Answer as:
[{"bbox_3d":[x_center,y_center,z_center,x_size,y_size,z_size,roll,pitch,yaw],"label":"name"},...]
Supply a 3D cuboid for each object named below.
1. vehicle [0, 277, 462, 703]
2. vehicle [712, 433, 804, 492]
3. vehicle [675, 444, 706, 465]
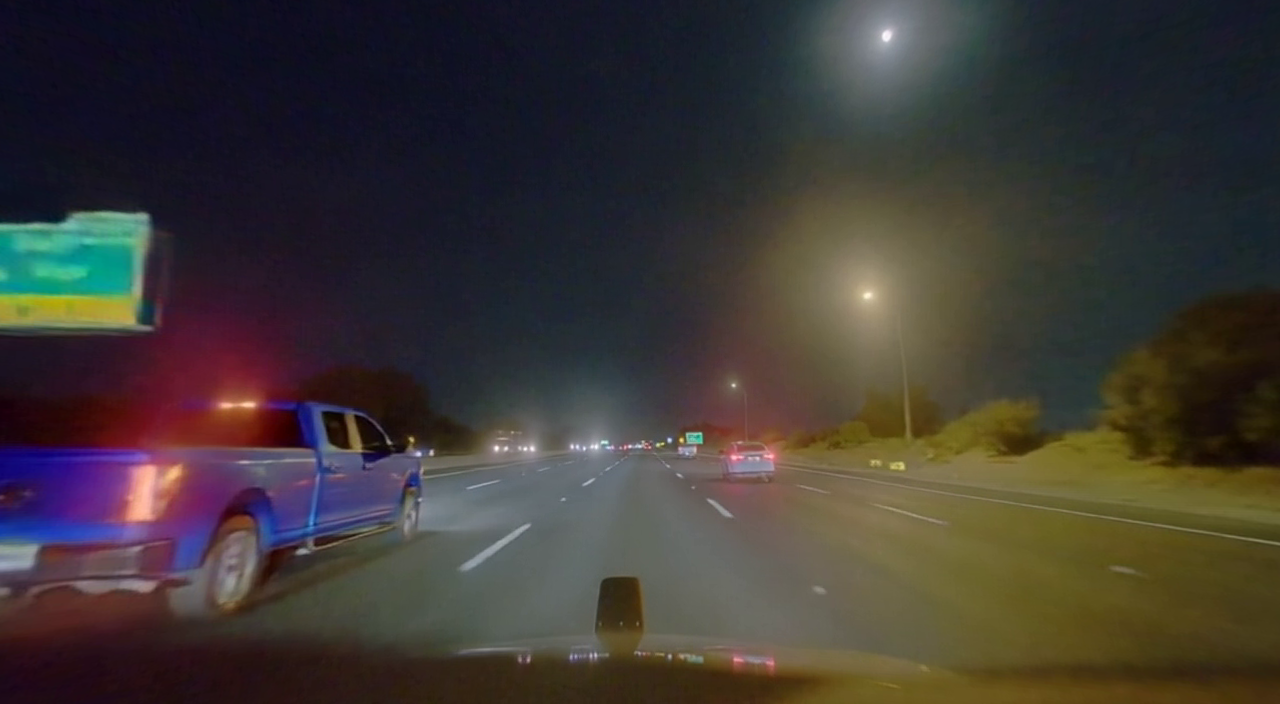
[{"bbox_3d":[-3.897,1.174,6.192,2.496,2.203,6.317,0,-9,-1],"label":"vehicle"},{"bbox_3d":[3.591,3.458,20.034,2.095,1.668,4.135,0,-9,0],"label":"vehicle"},{"bbox_3d":[3.883,7.971,49.118,2.047,1.501,4.237,0,-9,0],"label":"vehicle"}]
